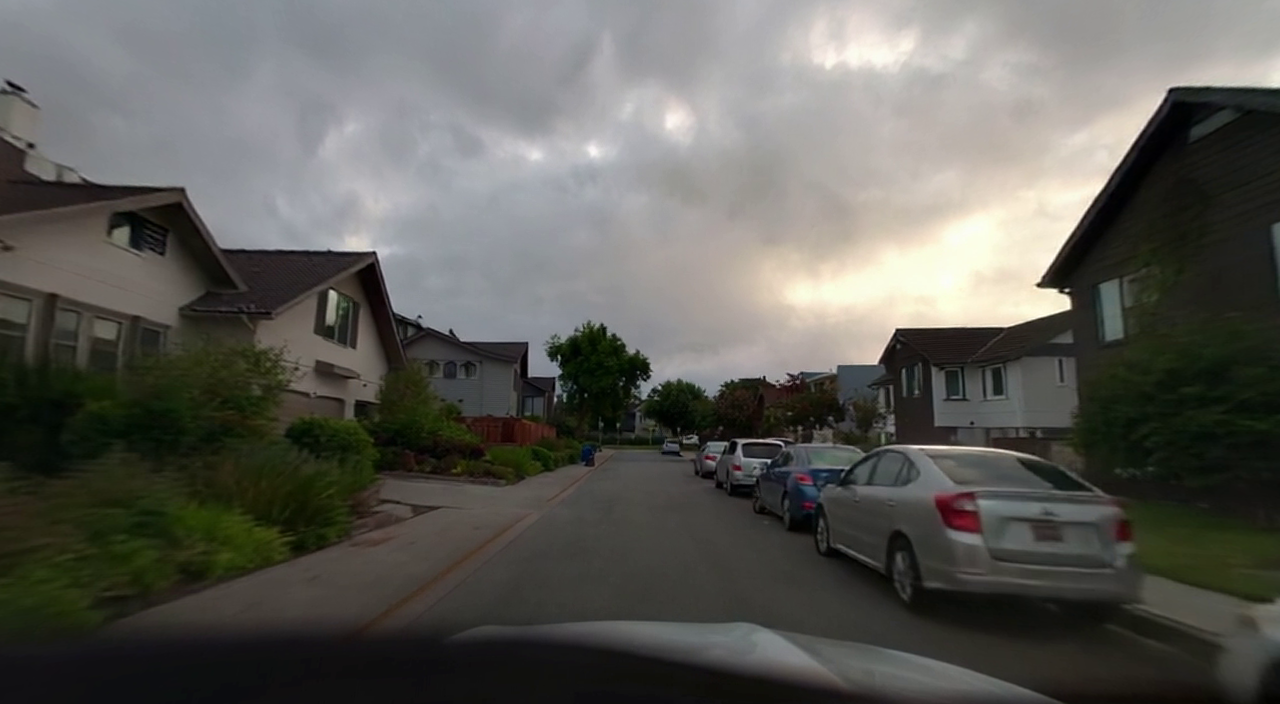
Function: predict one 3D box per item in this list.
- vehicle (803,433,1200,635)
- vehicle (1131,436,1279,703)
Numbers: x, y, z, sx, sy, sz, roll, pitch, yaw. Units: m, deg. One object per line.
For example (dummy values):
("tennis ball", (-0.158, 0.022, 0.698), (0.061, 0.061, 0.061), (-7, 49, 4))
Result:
("vehicle", (3.206, 1.619, 6.591), (2.036, 1.510, 3.505), (0, -8, 0))
("vehicle", (3.283, 0.867, 0.995), (1.759, 1.464, 3.993), (0, -8, 0))
